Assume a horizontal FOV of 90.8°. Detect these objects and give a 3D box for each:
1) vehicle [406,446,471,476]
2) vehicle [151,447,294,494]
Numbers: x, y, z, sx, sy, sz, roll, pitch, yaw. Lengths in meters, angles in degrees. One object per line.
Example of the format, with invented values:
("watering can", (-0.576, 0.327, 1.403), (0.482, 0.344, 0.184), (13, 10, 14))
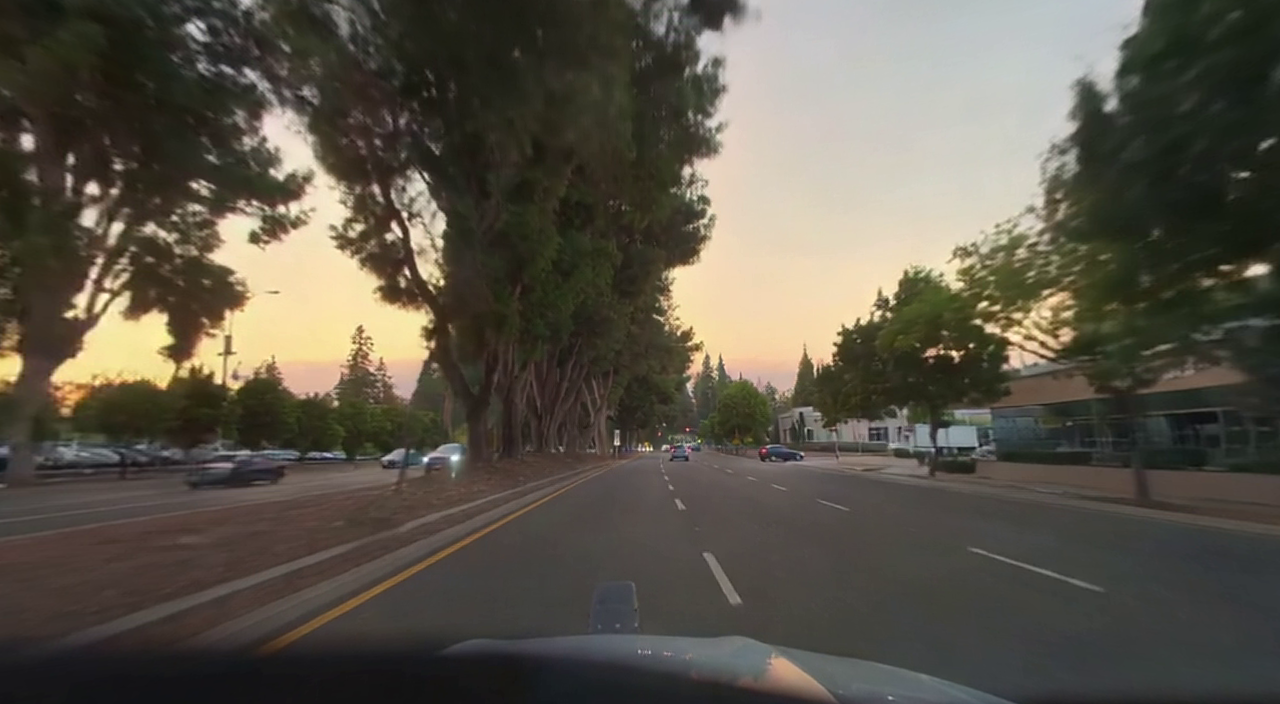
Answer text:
("vehicle", (-10.420, 5.653, 33.054), (1.930, 1.449, 4.361), (-1, -9, 1))
("vehicle", (-14.310, 4.047, 22.068), (1.850, 1.453, 4.648), (0, -9, 0))
